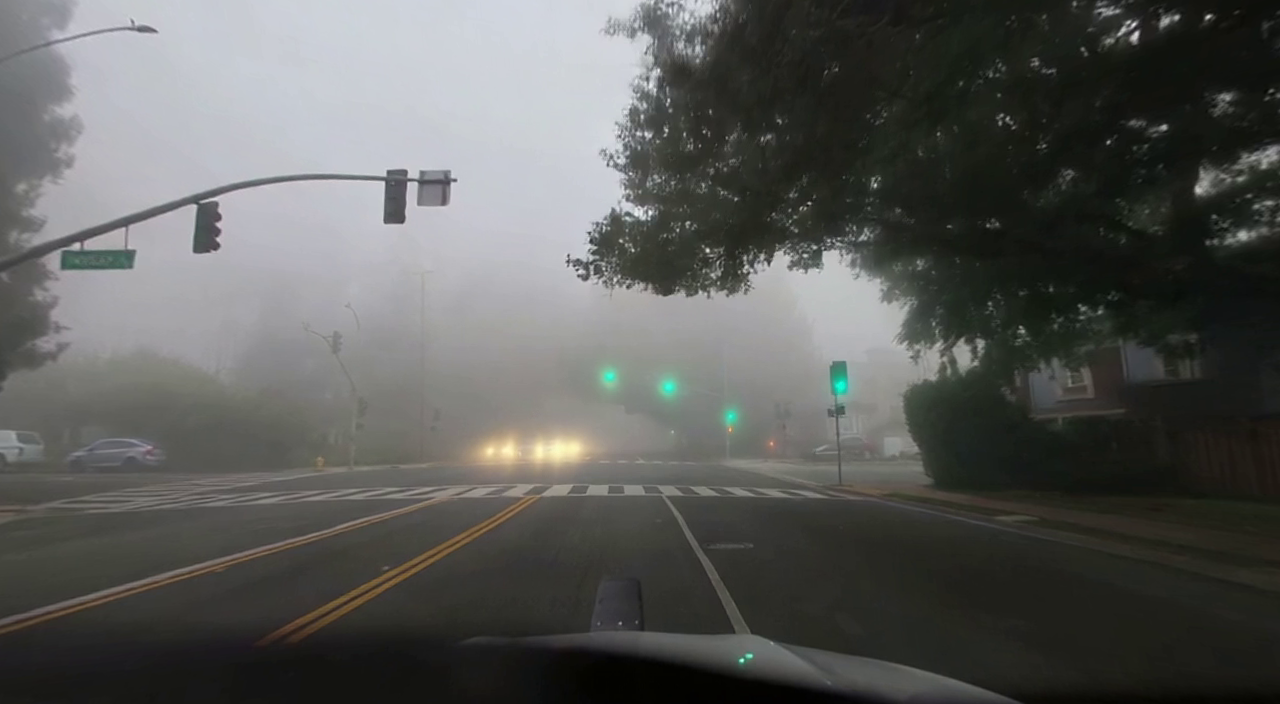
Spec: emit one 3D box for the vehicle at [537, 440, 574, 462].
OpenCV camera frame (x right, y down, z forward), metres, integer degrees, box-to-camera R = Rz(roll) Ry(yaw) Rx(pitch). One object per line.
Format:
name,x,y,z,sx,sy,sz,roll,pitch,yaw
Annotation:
vehicle,-5.867,6.923,44.391,2.003,1.462,4.220,0,-8,1

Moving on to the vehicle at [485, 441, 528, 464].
vehicle,-9.278,7.022,44.309,1.985,1.475,4.383,0,-8,1

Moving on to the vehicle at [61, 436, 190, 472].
vehicle,-27.068,5.379,33.389,4.802,1.776,2.090,1,-8,-6
